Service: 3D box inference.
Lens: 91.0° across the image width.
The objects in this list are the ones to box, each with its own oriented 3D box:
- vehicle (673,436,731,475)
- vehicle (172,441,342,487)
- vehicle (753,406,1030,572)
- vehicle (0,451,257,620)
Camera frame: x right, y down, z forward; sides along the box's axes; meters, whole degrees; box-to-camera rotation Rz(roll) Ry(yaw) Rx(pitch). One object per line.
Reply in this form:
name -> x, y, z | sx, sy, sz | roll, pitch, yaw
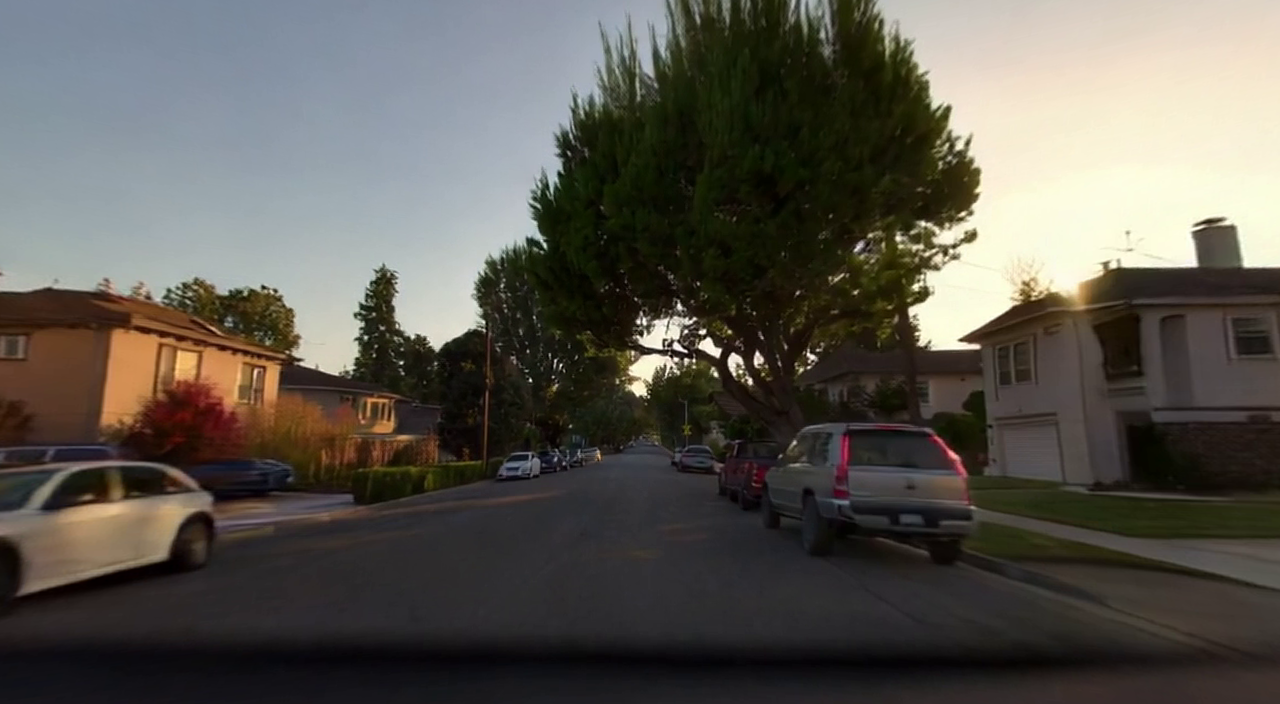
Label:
vehicle -> 3.744, 6.472, 39.570 | 2.952, 2.216, 7.033 | 0, -8, 0
vehicle -> -13.545, 3.964, 22.493 | 4.700, 1.549, 2.000 | 0, -9, 0
vehicle -> 3.290, 1.922, 9.671 | 2.262, 1.870, 4.948 | 0, -9, 1
vehicle -> -6.716, 1.891, 6.941 | 2.071, 1.481, 4.425 | 0, -11, 2
